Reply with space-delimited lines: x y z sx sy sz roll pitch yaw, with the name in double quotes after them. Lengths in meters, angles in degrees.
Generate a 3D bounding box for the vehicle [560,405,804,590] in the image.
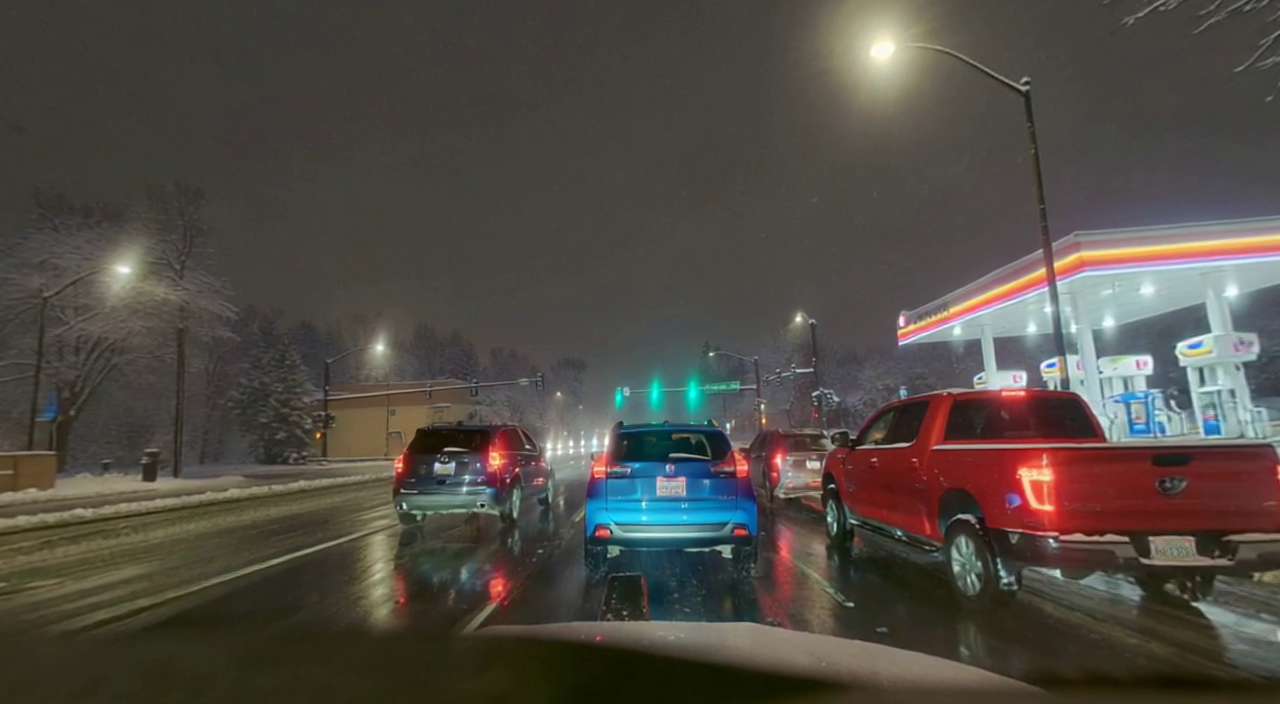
0.363 1.611 7.779 2.181 1.650 4.083 0 -8 0 "vehicle"

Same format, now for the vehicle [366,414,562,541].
-2.710 2.051 10.913 2.019 1.731 4.299 0 -8 2 "vehicle"

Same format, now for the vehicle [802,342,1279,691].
3.405 1.261 6.115 2.161 1.868 5.321 0 -8 -1 "vehicle"
